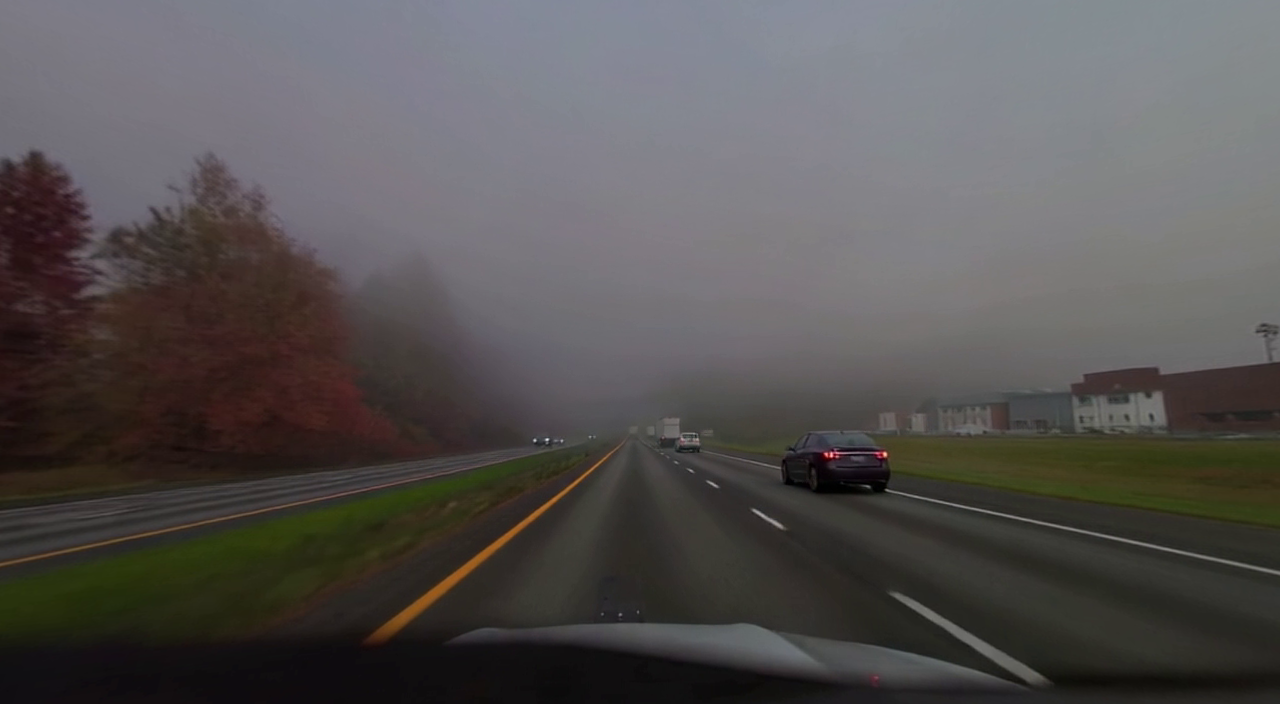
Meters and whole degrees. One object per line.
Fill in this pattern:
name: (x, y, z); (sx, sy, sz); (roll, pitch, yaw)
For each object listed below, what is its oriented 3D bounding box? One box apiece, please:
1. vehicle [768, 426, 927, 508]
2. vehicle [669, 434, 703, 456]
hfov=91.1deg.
vehicle: (4.350, 2.463, 13.974); (2.024, 1.516, 4.197); (0, -8, -1)
vehicle: (3.255, 6.679, 45.170); (2.057, 1.540, 4.158); (0, -8, -1)
